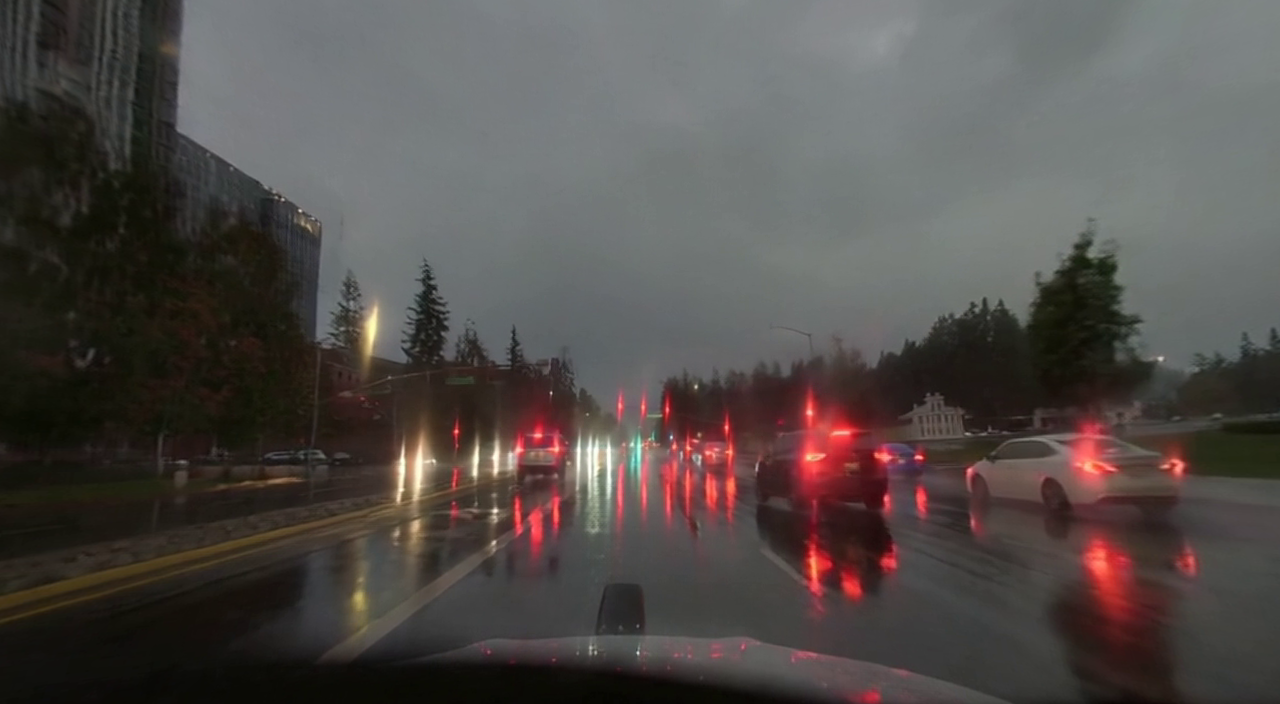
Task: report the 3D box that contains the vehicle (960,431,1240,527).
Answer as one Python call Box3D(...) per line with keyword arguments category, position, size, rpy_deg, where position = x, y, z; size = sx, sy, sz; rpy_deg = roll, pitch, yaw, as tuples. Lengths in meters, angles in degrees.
Box3D(category="vehicle", position=(8.528, 2.367, 12.453), size=(1.944, 1.503, 4.723), rpy_deg=(0, -8, 0))

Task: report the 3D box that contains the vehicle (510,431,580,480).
Box3D(category="vehicle", position=(-3.715, 4.126, 25.363), size=(2.155, 1.797, 3.989), rpy_deg=(-1, -8, 0))

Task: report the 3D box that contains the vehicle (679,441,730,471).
Box3D(category="vehicle", position=(3.339, 5.468, 33.482), size=(2.054, 1.473, 4.511), rpy_deg=(0, -8, -2))

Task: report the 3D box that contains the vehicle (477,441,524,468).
Box3D(category="vehicle", position=(-9.055, 6.675, 41.411), size=(2.036, 1.655, 4.529), rpy_deg=(0, -8, 0))

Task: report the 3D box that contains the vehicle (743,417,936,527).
Box3D(category="vehicle", position=(3.594, 2.268, 12.539), size=(2.152, 1.742, 4.704), rpy_deg=(0, -8, -2))
